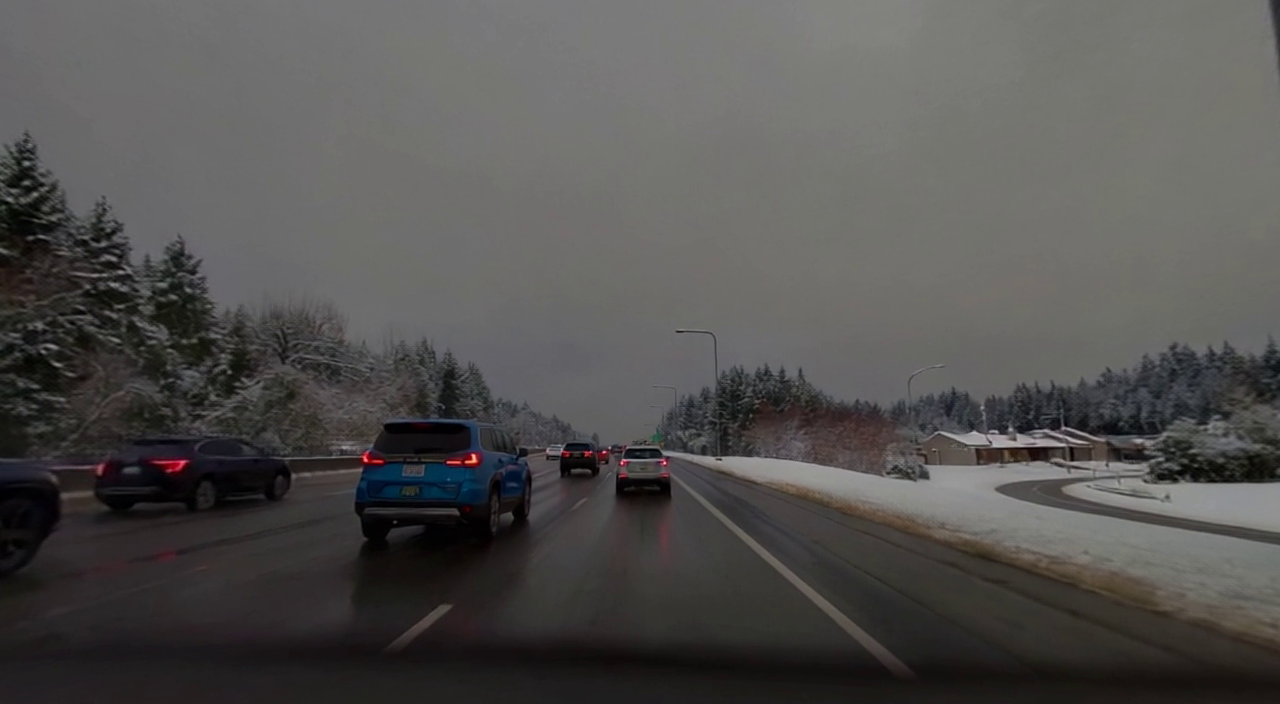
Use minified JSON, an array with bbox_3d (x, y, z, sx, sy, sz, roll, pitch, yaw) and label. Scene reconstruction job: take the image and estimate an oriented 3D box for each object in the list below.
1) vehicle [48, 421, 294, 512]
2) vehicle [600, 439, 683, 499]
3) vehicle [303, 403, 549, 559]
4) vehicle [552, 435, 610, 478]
[{"bbox_3d":[-10.486,2.597,14.706,2.011,1.751,4.712,0,-9,1],"label":"vehicle"},{"bbox_3d":[0.004,3.239,17.813,2.068,1.488,4.045,0,-9,-1],"label":"vehicle"},{"bbox_3d":[-2.804,1.812,9.453,2.123,1.798,4.108,0,-9,2],"label":"vehicle"},{"bbox_3d":[-2.584,4.709,28.564,2.125,1.771,4.721,0,-9,0],"label":"vehicle"}]
